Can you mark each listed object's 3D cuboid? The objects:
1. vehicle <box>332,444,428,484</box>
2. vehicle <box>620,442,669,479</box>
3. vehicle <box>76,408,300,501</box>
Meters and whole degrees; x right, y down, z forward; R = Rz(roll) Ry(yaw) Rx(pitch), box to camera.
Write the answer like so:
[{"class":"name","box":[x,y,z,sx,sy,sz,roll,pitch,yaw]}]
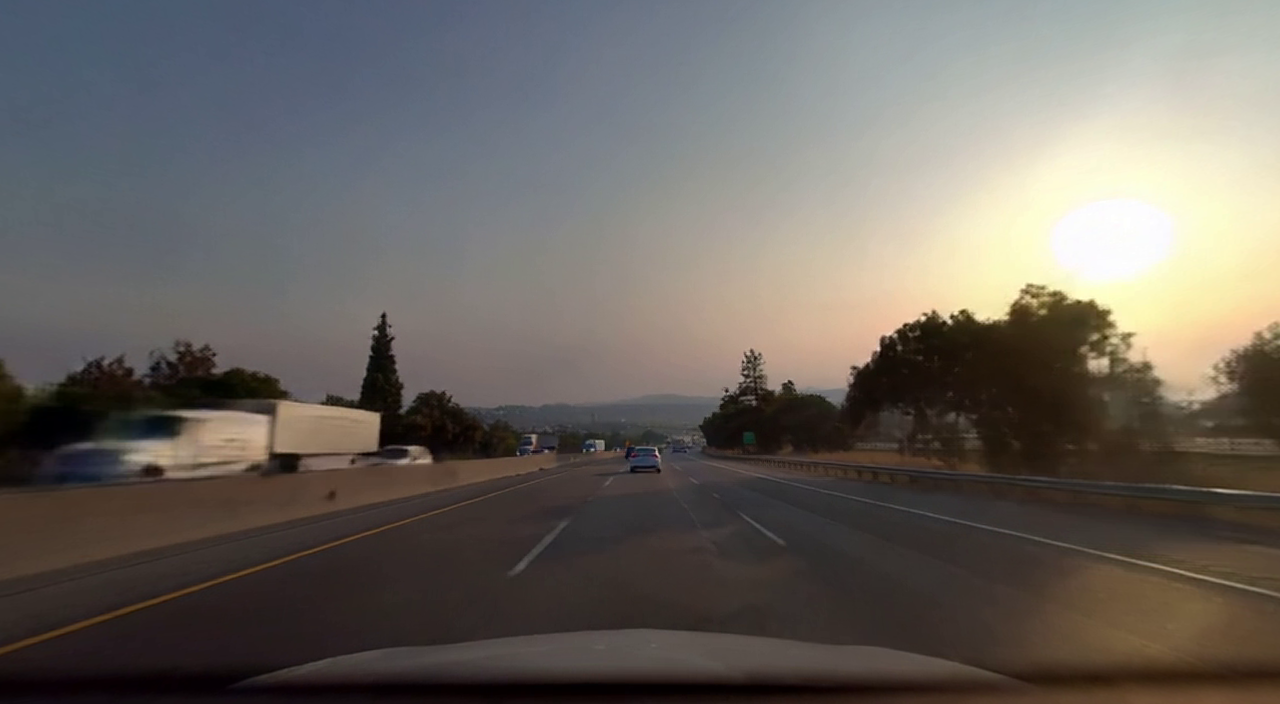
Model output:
[{"class":"vehicle","box":[-11.100,4.810,27.324,2.000,1.544,4.908,0,-9,1]},{"class":"vehicle","box":[0.261,5.239,30.746,2.231,1.652,4.503,0,-9,1]},{"class":"vehicle","box":[-15.142,3.546,22.024,2.194,2.676,7.360,0,-9,1]}]
